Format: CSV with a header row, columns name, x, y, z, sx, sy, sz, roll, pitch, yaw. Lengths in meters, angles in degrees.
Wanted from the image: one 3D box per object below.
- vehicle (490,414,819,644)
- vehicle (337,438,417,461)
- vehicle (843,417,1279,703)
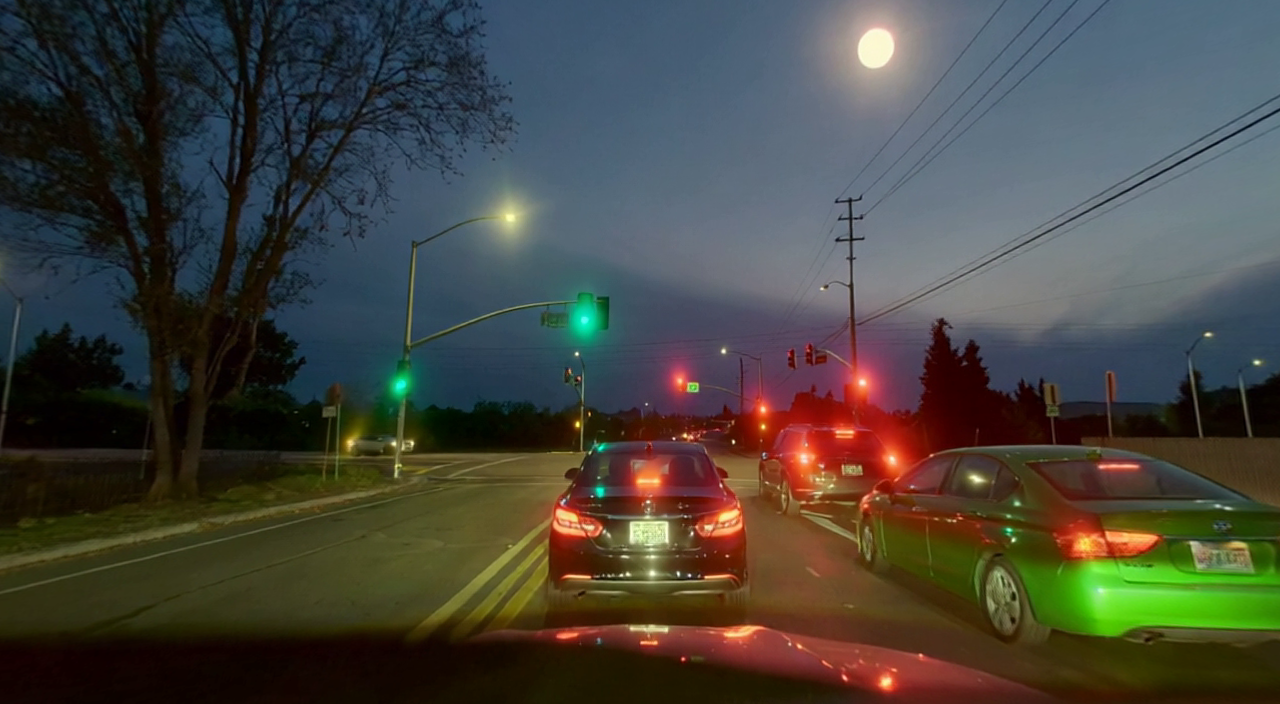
name,x,y,z,sx,sy,sz,roll,pitch,yaw
vehicle,0.058,1.493,6.422,2.170,1.497,4.369,0,-8,-1
vehicle,-17.253,6.414,41.450,4.406,1.458,1.892,-1,-8,7
vehicle,3.079,1.241,4.128,2.027,1.432,4.431,0,-8,0
